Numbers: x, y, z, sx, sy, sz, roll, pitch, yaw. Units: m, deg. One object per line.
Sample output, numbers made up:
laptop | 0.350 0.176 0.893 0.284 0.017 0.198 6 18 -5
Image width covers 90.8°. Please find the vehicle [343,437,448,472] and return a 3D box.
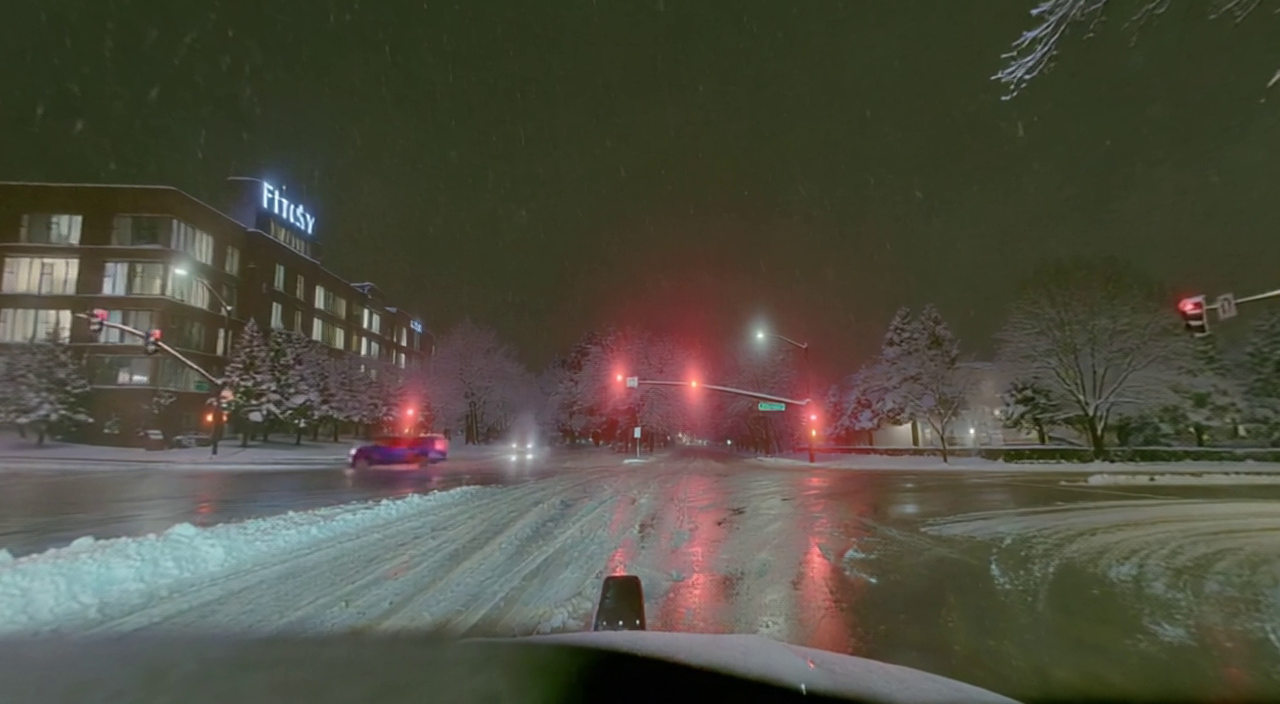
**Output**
vehicle | -12.581 5.314 32.824 4.639 1.699 2.030 1 -9 -5
